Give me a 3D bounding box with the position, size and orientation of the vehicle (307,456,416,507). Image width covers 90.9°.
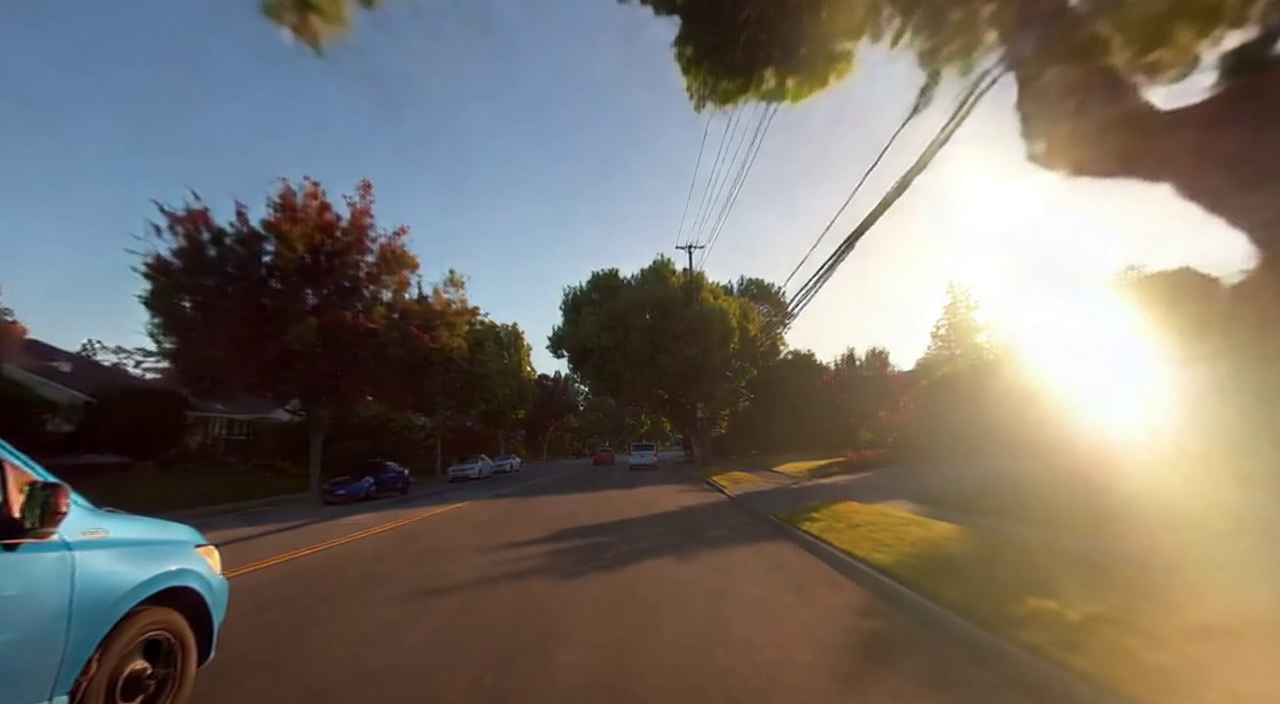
[{"bbox_3d":[-9.962,4.614,22.923,1.879,1.494,4.445,-4,-9,1],"label":"vehicle"}]

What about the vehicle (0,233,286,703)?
[{"bbox_3d":[-3.476,0.463,1.019,2.336,2.152,5.866,0,-9,0],"label":"vehicle"}]

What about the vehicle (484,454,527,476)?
[{"bbox_3d":[-9.562,8.041,45.128,2.005,1.471,4.330,0,-9,2],"label":"vehicle"}]

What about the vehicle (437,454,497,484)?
[{"bbox_3d":[-9.585,6.498,35.345,2.068,1.480,4.641,-2,-9,0],"label":"vehicle"}]

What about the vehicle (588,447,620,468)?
[{"bbox_3d":[-2.667,7.928,47.359,1.968,1.472,4.489,0,-9,2],"label":"vehicle"}]

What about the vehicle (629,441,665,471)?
[{"bbox_3d":[0.423,6.372,38.785,2.120,1.718,3.909,0,-9,1],"label":"vehicle"}]
